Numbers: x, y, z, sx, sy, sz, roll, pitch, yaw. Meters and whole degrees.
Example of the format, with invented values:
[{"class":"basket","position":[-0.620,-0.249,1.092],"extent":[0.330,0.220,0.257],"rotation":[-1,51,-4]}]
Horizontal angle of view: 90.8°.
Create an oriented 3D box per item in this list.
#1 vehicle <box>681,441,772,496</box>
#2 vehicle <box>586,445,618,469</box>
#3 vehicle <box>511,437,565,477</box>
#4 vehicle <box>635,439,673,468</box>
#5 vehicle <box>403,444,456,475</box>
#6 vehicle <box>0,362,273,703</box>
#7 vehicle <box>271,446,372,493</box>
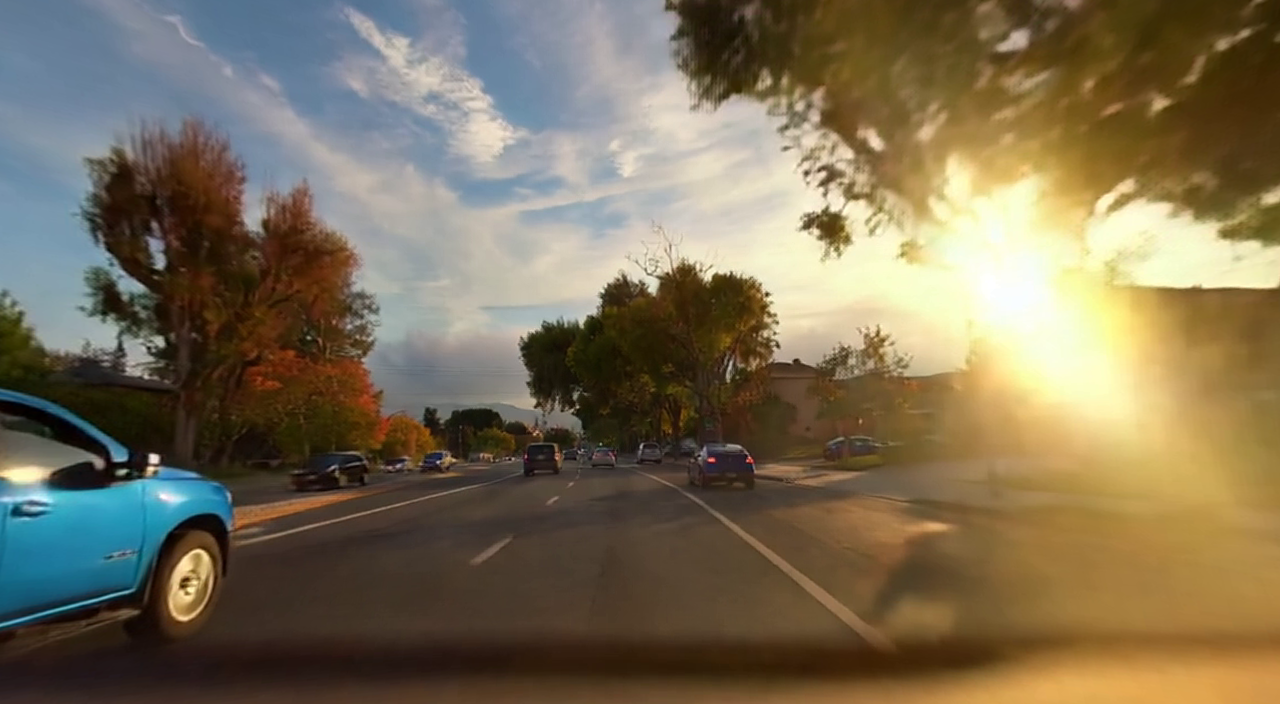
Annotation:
[{"class":"vehicle","position":[2.453,3.407,18.976],"extent":[1.884,1.463,4.195],"rotation":[1,-8,-4]},{"class":"vehicle","position":[-2.622,7.045,42.761],"extent":[2.030,1.477,4.330],"rotation":[1,-8,-5]},{"class":"vehicle","position":[-5.064,5.239,31.900],"extent":[2.218,1.829,4.492],"rotation":[1,-8,-3]},{"class":"vehicle","position":[0.926,6.972,43.648],"extent":[2.099,1.845,4.363],"rotation":[1,-8,-6]},{"class":"vehicle","position":[-14.275,7.259,43.146],"extent":[2.206,1.939,4.859],"rotation":[1,-8,-4]},{"class":"vehicle","position":[-4.048,0.853,2.462],"extent":[2.111,1.745,5.274],"rotation":[0,-8,-1]},{"class":"vehicle","position":[-12.812,4.714,25.747],"extent":[2.017,1.691,4.351],"rotation":[1,-8,-3]}]
